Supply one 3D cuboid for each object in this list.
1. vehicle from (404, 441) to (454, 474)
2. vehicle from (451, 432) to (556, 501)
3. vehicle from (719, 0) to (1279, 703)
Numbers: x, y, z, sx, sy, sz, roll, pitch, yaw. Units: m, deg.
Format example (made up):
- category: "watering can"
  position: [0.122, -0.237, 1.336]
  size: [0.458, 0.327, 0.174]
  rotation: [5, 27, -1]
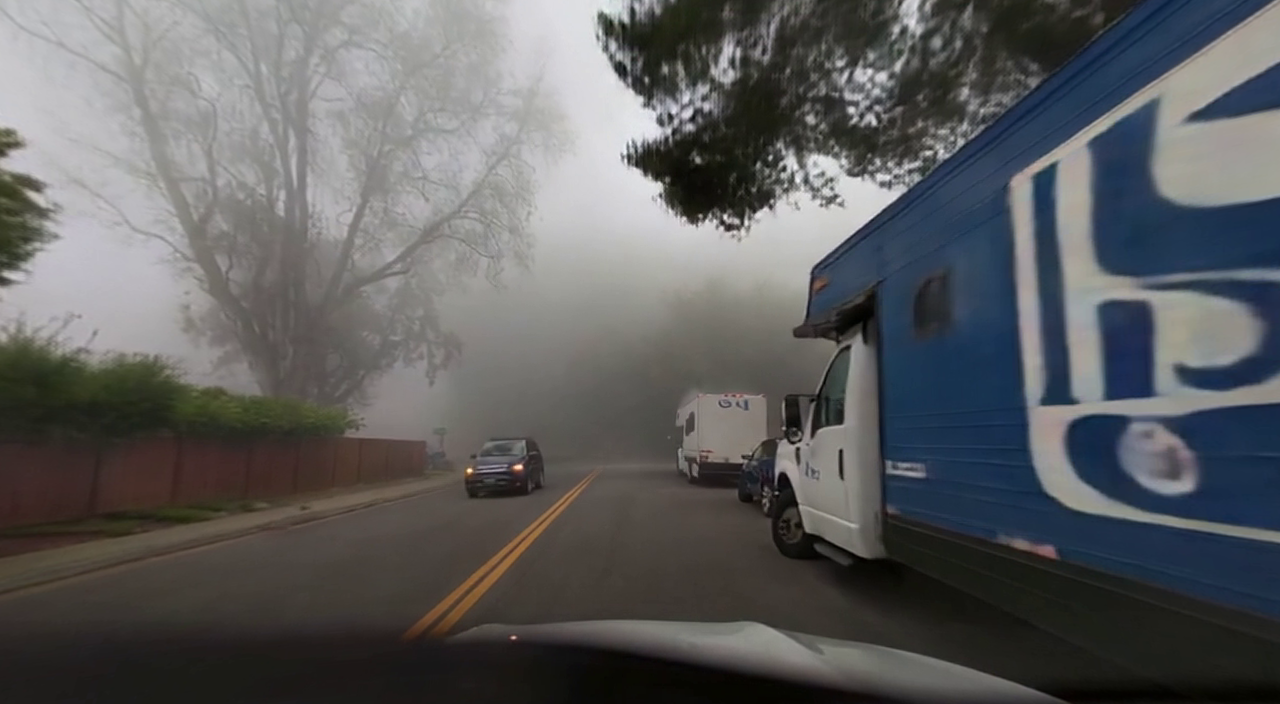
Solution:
- category: "vehicle"
  position: [-13.128, 6.580, 39.508]
  size: [2.111, 1.856, 4.803]
  rotation: [0, -9, -8]
- category: "vehicle"
  position: [-3.821, 3.294, 18.526]
  size: [2.194, 1.763, 4.288]
  rotation: [0, -8, -1]
- category: "vehicle"
  position: [2.955, 0.304, 4.246]
  size: [3.052, 3.440, 11.052]
  rotation: [0, -8, -2]
